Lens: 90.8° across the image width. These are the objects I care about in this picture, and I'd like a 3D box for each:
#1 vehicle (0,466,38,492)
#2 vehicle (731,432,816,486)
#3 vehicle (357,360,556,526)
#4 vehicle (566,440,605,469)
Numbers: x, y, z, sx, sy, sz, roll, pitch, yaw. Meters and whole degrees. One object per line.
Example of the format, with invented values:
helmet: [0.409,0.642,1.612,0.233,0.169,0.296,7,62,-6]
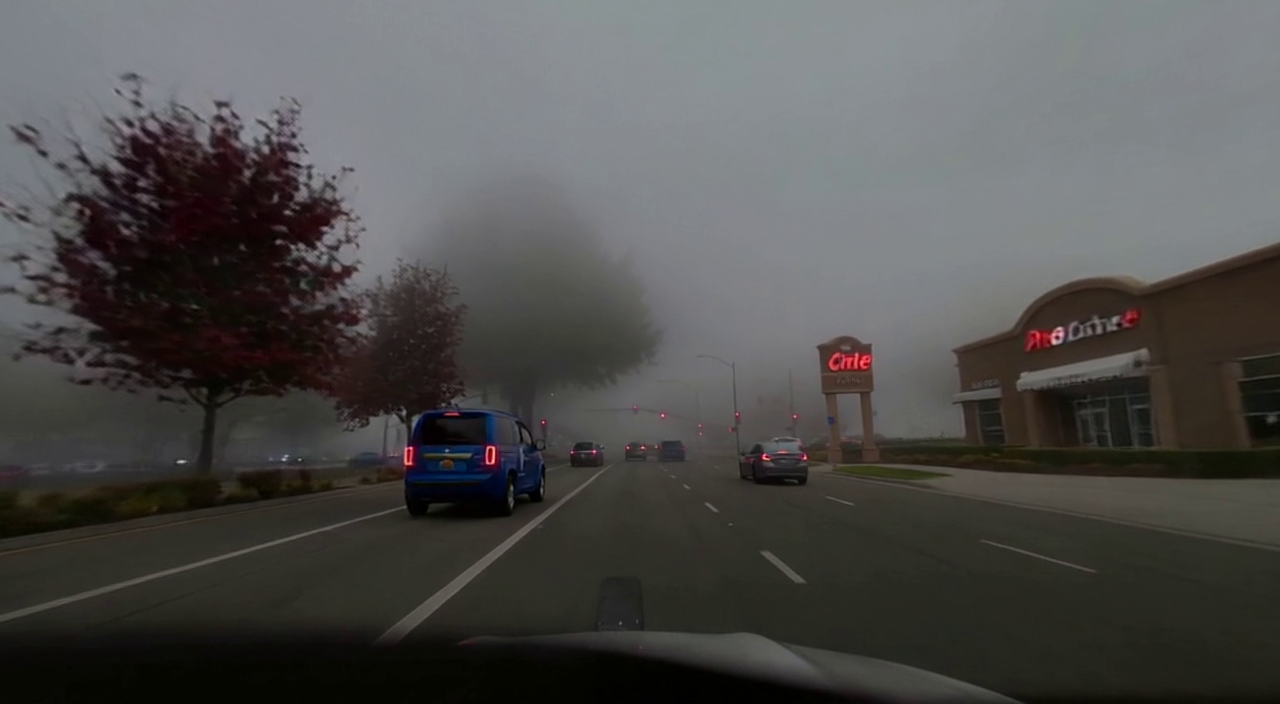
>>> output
vehicle: [-42.072,8.479,42.289,4.478,1.494,1.934,-8,-11,40]
vehicle: [4.403,3.596,21.464,1.869,1.646,4.166,0,-9,-1]
vehicle: [-3.475,1.965,13.652,2.443,2.784,5.862,0,-9,1]
vehicle: [-3.363,6.422,39.712,2.030,1.724,4.365,0,-9,1]
